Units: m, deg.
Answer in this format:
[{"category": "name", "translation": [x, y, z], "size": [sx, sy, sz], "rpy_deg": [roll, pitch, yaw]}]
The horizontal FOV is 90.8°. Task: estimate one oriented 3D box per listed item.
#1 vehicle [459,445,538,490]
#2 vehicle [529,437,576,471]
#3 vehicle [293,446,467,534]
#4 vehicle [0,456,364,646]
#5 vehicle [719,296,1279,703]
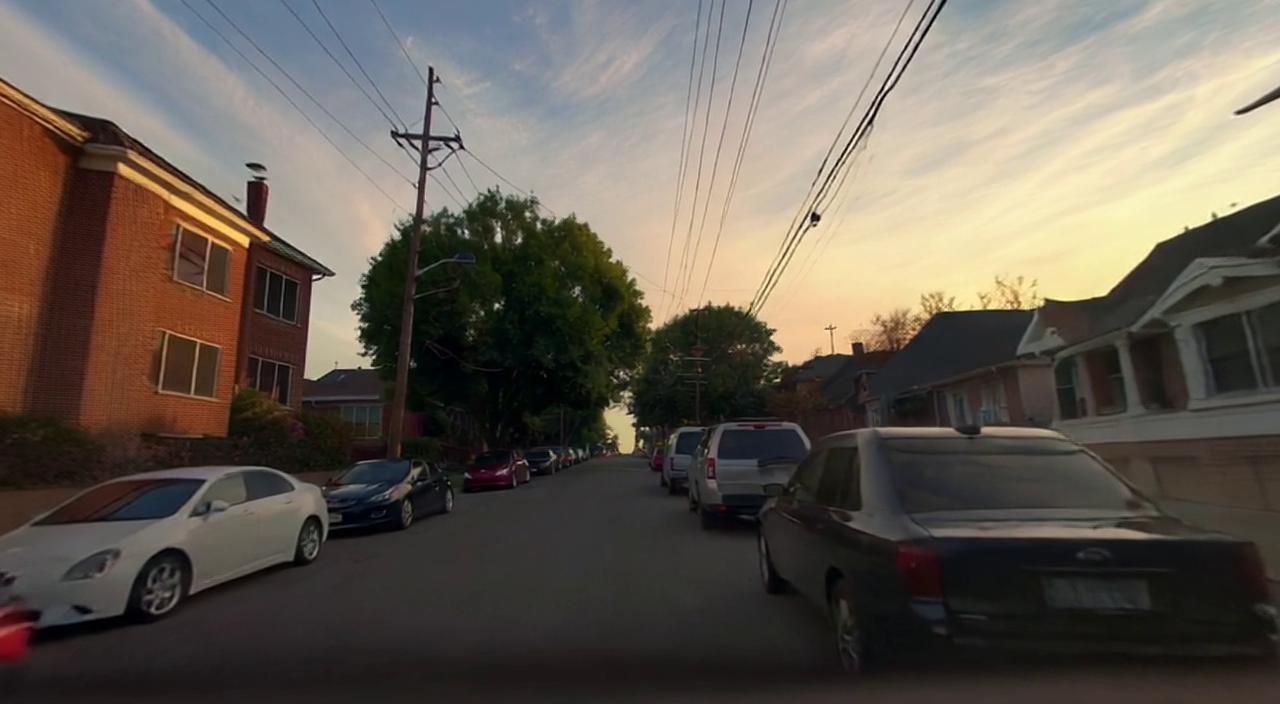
[{"category": "vehicle", "translation": [-5.276, 4.346, 24.246], "size": [1.988, 1.541, 4.686], "rpy_deg": [0, -8, 0]}, {"category": "vehicle", "translation": [-5.373, 6.358, 39.669], "size": [2.280, 1.953, 5.092], "rpy_deg": [0, -8, -1]}, {"category": "vehicle", "translation": [-5.255, 2.800, 13.502], "size": [1.796, 1.532, 4.244], "rpy_deg": [0, -8, 2]}, {"category": "vehicle", "translation": [-5.191, 1.969, 7.305], "size": [1.932, 1.431, 4.198], "rpy_deg": [-1, -8, 3]}, {"category": "vehicle", "translation": [1.940, 1.041, 4.471], "size": [2.032, 1.839, 4.597], "rpy_deg": [0, -8, -2]}]
